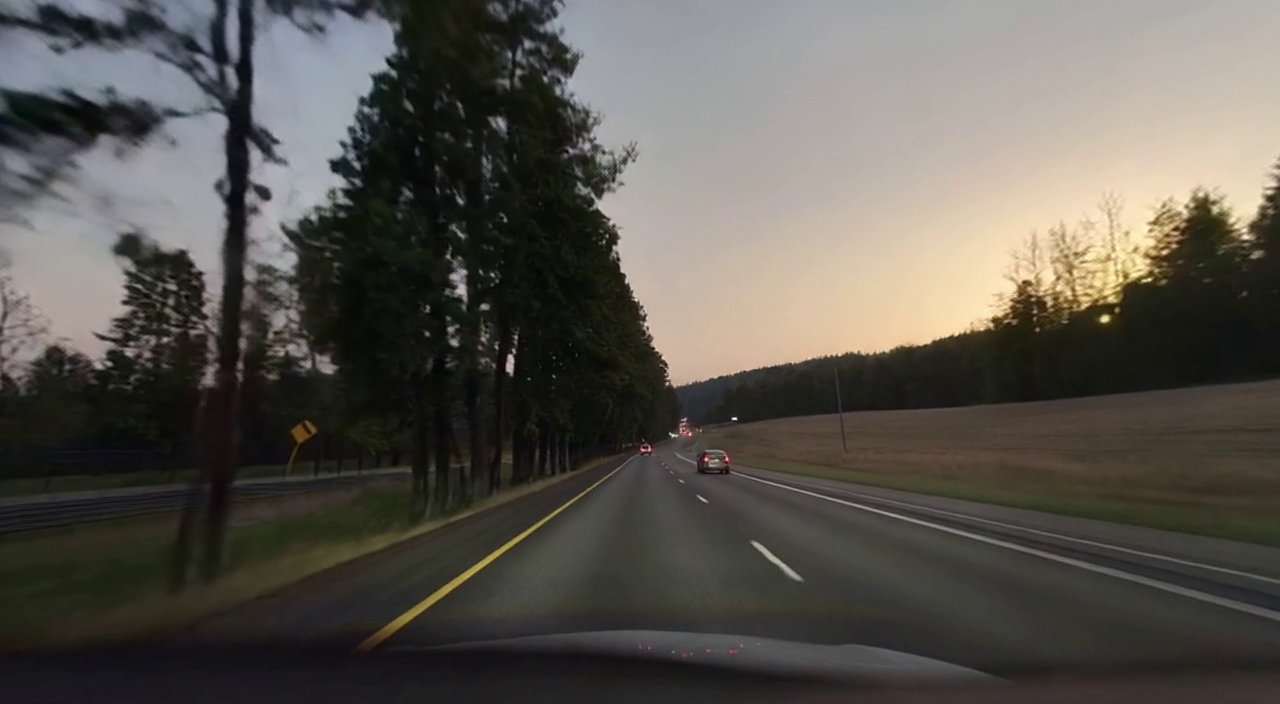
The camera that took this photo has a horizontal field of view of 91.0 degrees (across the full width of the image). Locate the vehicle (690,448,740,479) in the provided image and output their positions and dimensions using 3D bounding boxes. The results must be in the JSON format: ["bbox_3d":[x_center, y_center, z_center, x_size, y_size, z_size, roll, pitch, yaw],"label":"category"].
[{"bbox_3d":[3.922,5.899,33.580,2.115,1.522,4.330,0,-9,0],"label":"vehicle"}]
